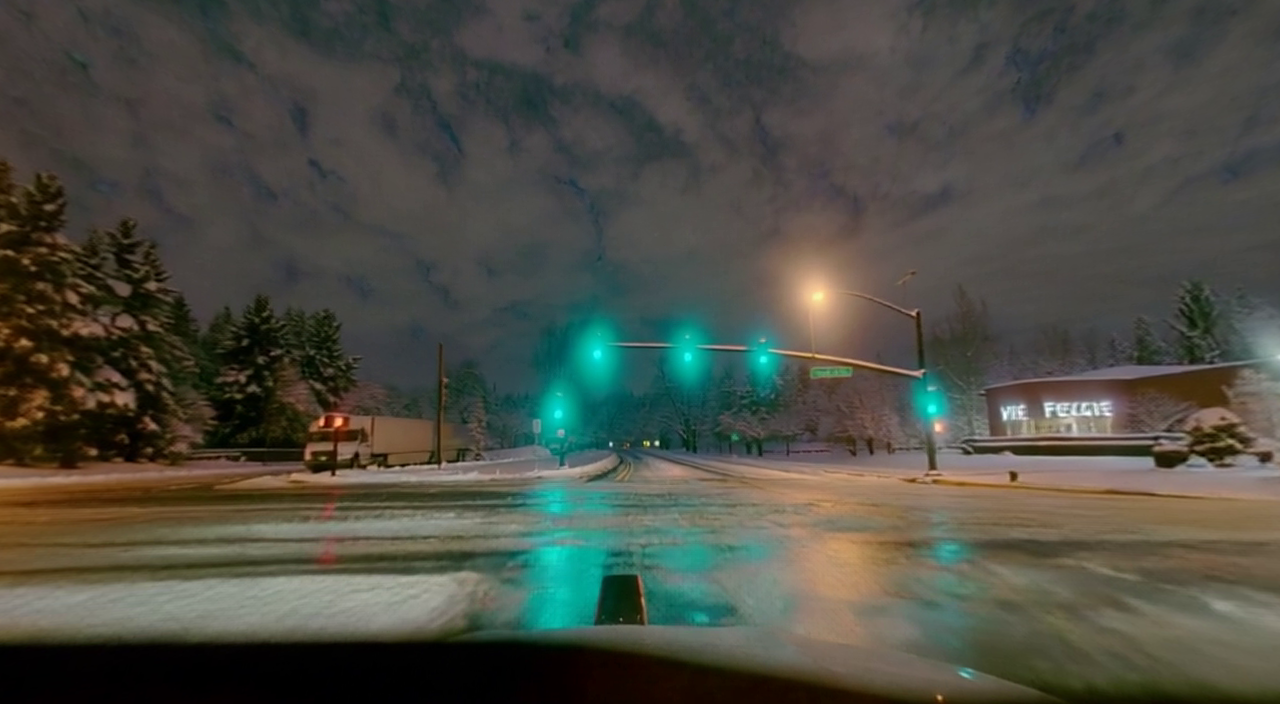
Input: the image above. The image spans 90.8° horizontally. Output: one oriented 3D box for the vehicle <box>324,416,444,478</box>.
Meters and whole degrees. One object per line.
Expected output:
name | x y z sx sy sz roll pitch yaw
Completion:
vehicle | -17.829 6.886 45.692 2.953 3.772 14.243 0 -9 -1
